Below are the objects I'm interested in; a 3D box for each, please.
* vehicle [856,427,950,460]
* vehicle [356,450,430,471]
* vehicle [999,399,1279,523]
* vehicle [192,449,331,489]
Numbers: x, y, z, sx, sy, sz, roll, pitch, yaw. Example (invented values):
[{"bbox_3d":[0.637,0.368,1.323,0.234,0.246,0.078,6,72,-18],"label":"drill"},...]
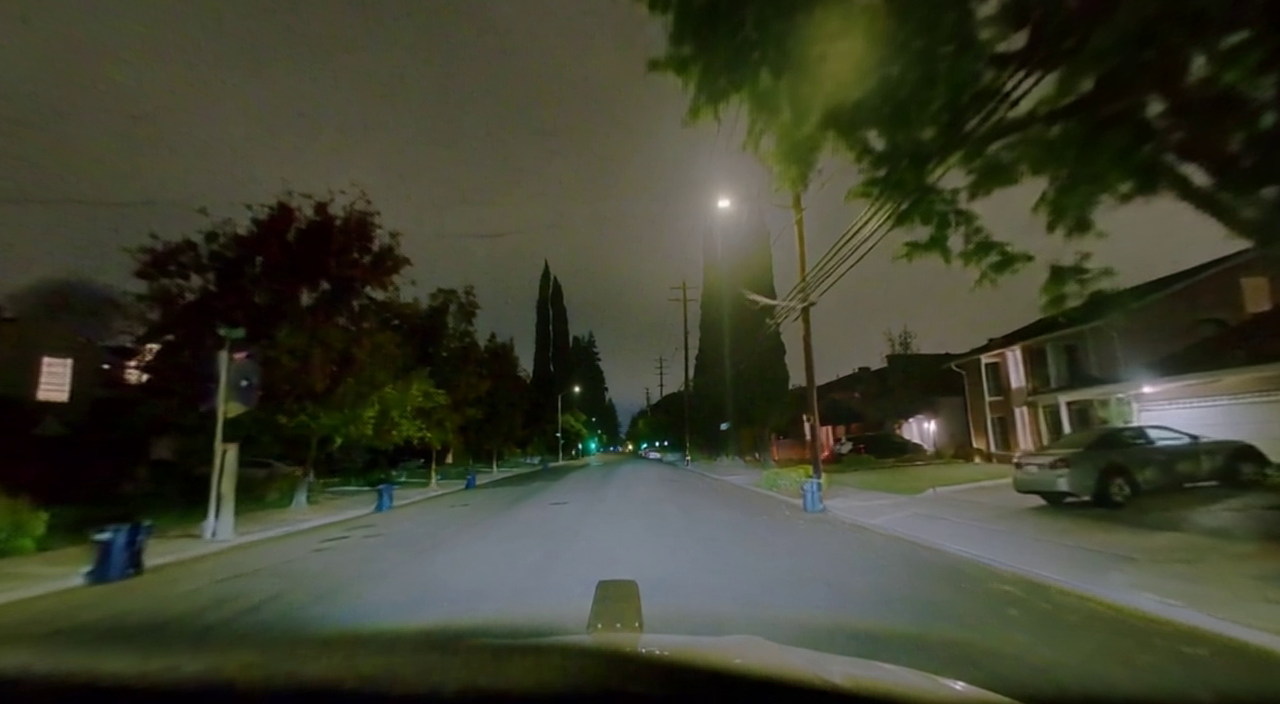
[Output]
[{"bbox_3d":[15.260,5.331,36.822,4.562,1.832,1.987,0,-9,-3],"label":"vehicle"},{"bbox_3d":[-17.800,7.827,45.626,4.519,1.426,1.903,8,-12,-41],"label":"vehicle"},{"bbox_3d":[10.067,2.101,12.504,4.697,1.604,1.838,-8,-8,-4],"label":"vehicle"},{"bbox_3d":[-14.862,4.556,24.986,4.477,1.449,1.922,5,-10,-32],"label":"vehicle"}]
